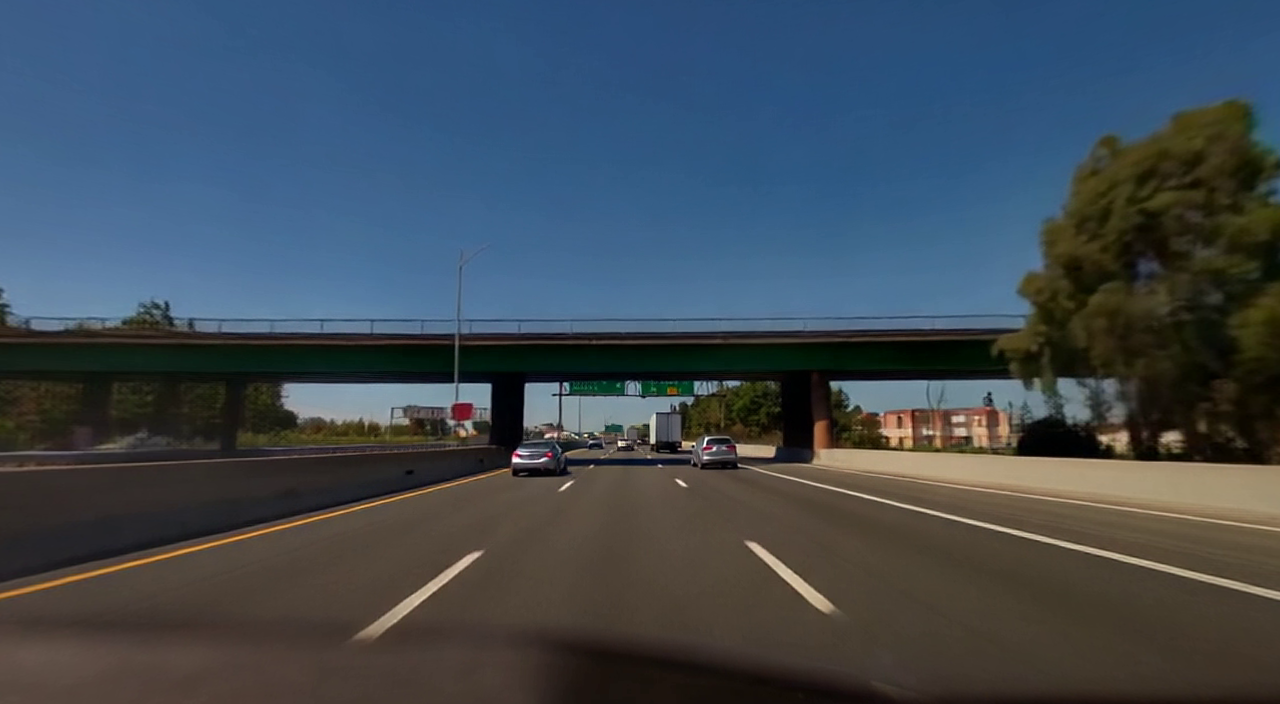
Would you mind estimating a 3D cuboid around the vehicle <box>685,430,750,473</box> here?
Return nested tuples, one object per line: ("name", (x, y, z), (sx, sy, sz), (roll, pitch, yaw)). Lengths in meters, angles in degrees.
("vehicle", (3.094, 4.070, 25.957), (2.001, 1.625, 4.088), (0, -8, -2))

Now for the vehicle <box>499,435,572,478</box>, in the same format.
("vehicle", (-3.844, 3.927, 23.972), (2.064, 1.479, 4.370), (0, -8, 0))
